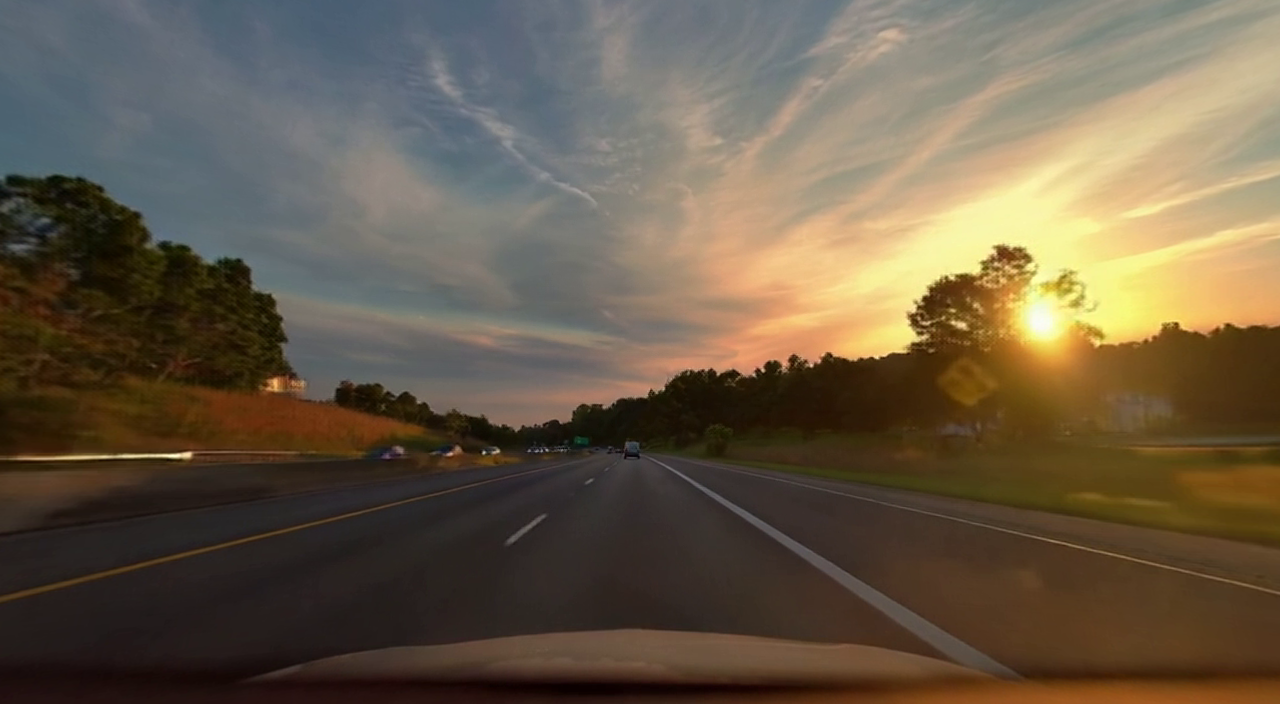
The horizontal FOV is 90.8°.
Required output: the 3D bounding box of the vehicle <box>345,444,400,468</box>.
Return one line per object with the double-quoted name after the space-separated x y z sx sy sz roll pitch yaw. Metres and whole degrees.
-16.825 6.568 39.851 1.747 1.441 3.901 0 -9 0 "vehicle"
